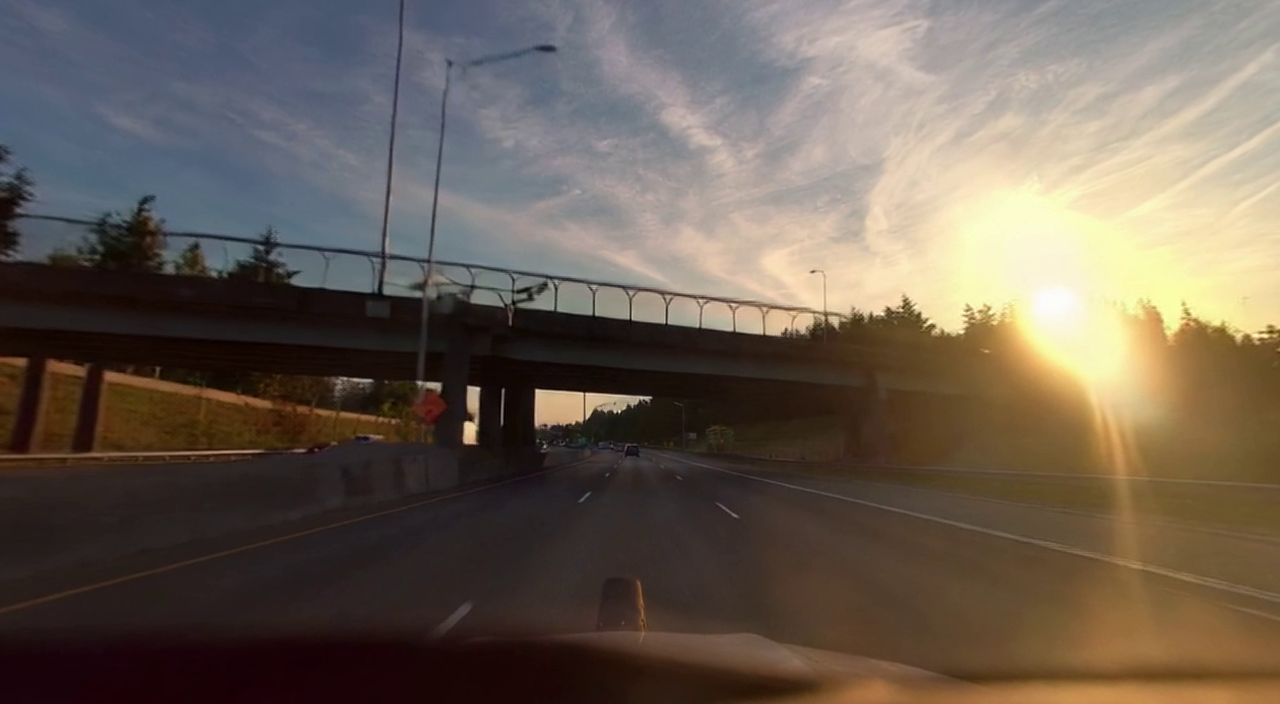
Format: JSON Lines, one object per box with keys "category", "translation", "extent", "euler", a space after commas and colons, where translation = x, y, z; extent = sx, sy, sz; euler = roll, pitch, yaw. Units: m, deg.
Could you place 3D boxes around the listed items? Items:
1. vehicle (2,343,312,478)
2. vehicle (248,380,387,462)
{"category": "vehicle", "translation": [-16.101, 2.394, 22.690], "extent": [2.985, 3.790, 10.161], "euler": [0, -9, 0]}
{"category": "vehicle", "translation": [-16.163, 3.731, 32.507], "extent": [2.839, 3.741, 7.952], "euler": [0, -9, 0]}
